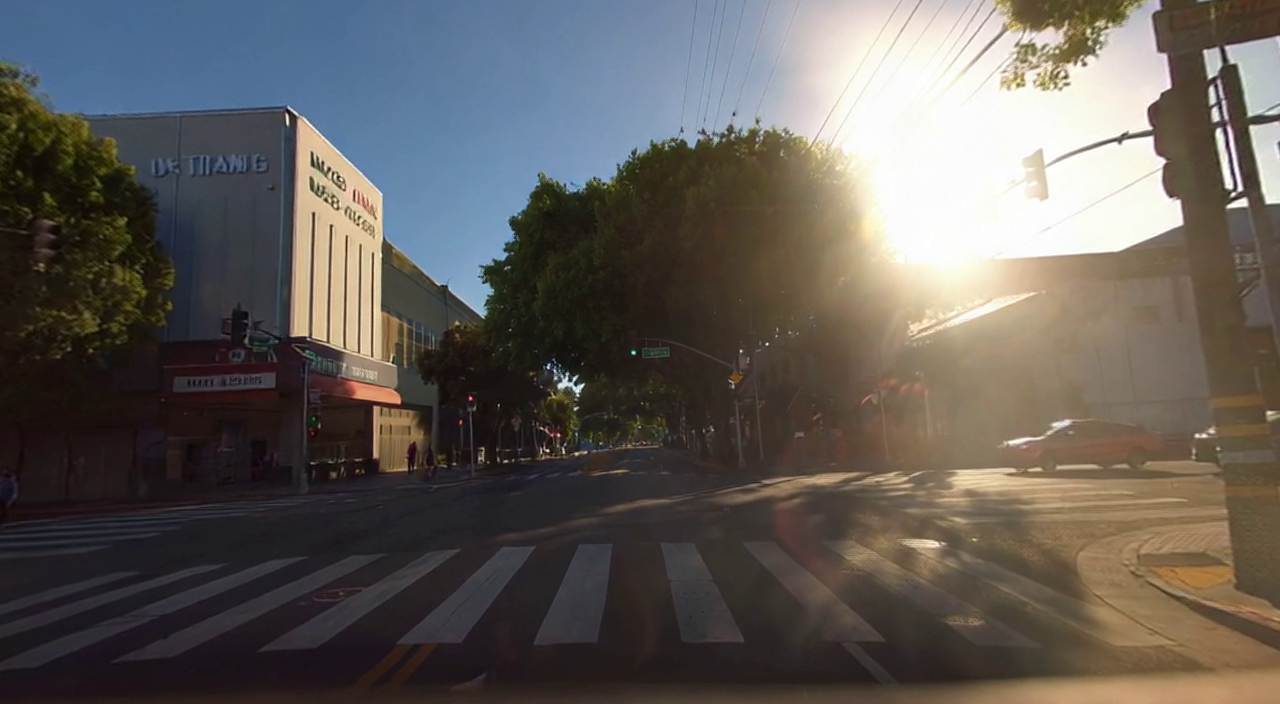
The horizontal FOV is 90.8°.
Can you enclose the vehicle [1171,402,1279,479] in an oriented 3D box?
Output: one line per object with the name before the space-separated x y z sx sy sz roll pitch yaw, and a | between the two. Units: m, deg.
vehicle | 14.435 1.874 13.380 4.632 1.484 1.907 0 -8 -1
